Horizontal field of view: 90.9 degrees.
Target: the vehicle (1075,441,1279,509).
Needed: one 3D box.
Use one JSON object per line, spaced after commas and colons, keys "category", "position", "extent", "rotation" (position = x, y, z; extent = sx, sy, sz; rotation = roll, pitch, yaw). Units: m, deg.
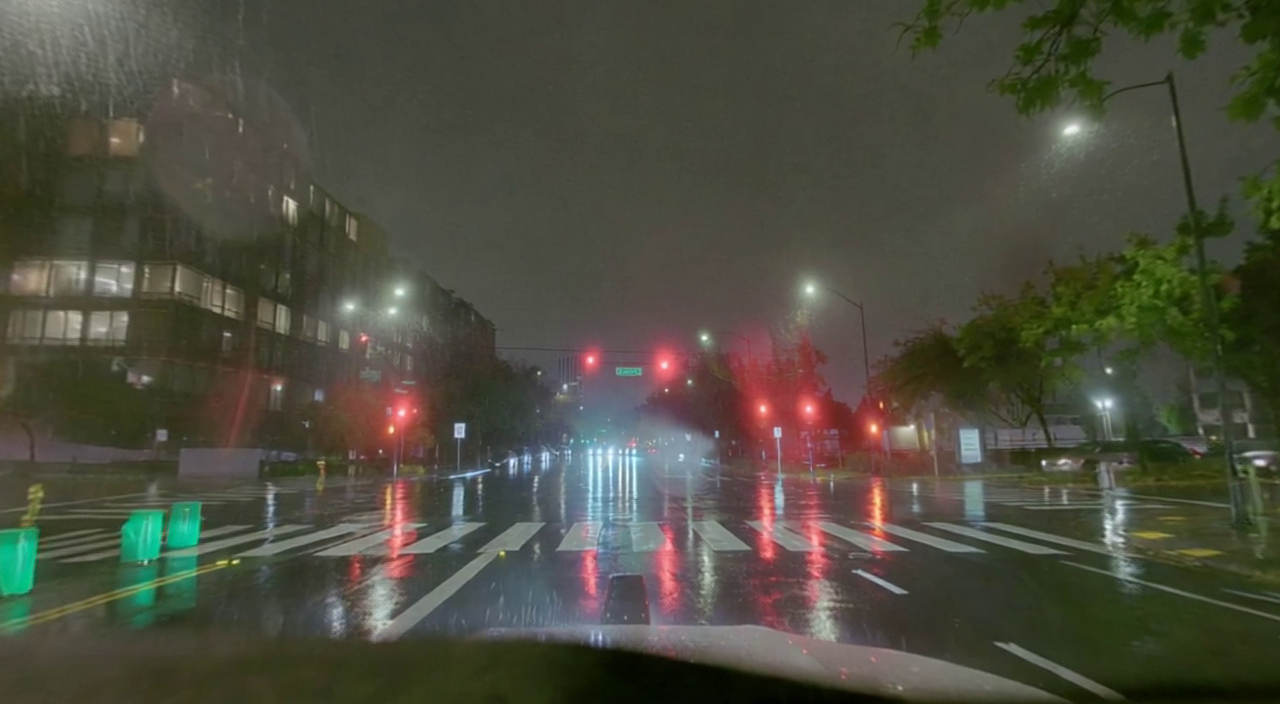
{"category": "vehicle", "position": [12.997, 2.796, 14.562], "extent": [4.424, 1.436, 1.804], "rotation": [-1, -9, 5]}
